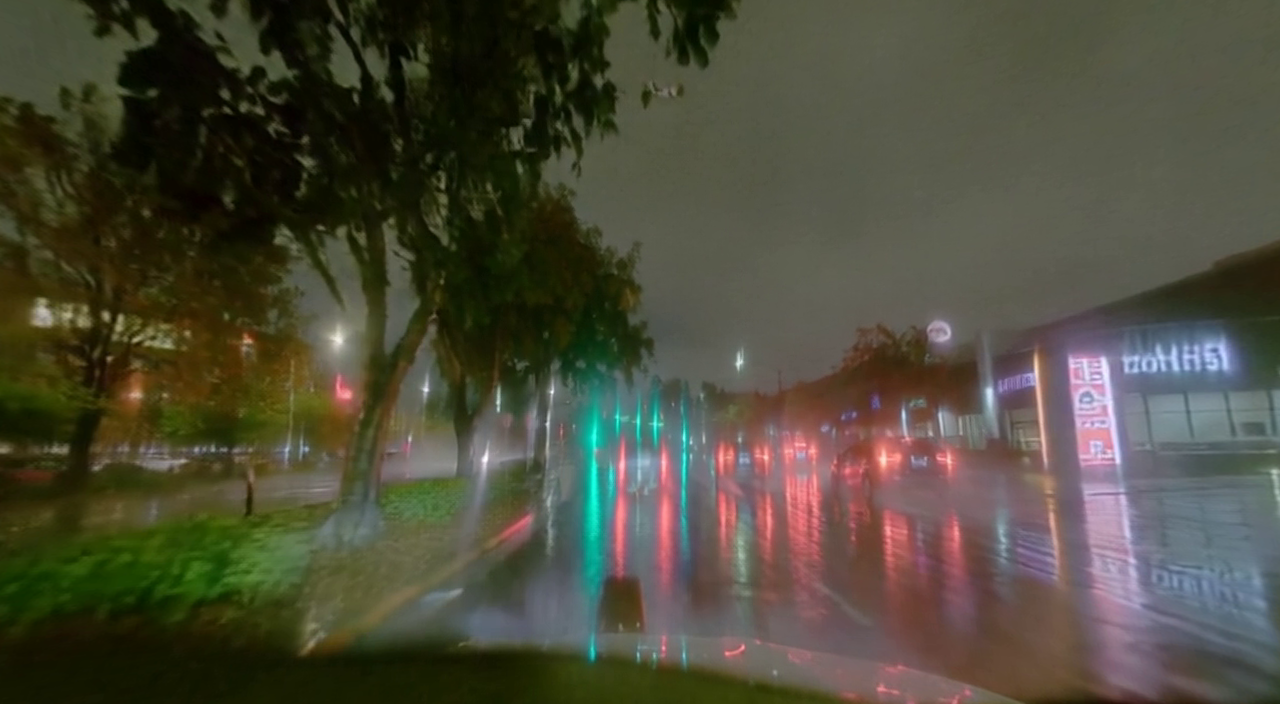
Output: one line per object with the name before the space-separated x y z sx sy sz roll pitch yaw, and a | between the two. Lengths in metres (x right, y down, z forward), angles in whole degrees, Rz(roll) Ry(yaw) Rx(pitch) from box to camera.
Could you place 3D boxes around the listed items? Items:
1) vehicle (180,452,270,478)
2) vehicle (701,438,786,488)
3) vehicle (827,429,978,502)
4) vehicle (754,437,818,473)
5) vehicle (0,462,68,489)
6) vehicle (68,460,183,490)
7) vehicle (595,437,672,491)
vehicle | -28.042 7.634 42.799 4.640 1.640 2.026 -1 -8 1
vehicle | 3.326 3.667 21.182 1.993 1.477 4.240 0 -8 -2
vehicle | 7.006 3.071 17.569 2.052 1.708 4.842 0 -8 -1
vehicle | 7.226 5.159 31.772 2.025 1.666 4.448 0 -8 -2
vehicle | -41.076 8.145 41.897 1.864 1.585 4.629 0 -8 -1
vehicle | -28.176 6.714 34.681 4.693 1.499 1.838 0 -8 0
vehicle | -0.273 3.377 19.460 2.101 1.444 4.248 0 -8 -2
